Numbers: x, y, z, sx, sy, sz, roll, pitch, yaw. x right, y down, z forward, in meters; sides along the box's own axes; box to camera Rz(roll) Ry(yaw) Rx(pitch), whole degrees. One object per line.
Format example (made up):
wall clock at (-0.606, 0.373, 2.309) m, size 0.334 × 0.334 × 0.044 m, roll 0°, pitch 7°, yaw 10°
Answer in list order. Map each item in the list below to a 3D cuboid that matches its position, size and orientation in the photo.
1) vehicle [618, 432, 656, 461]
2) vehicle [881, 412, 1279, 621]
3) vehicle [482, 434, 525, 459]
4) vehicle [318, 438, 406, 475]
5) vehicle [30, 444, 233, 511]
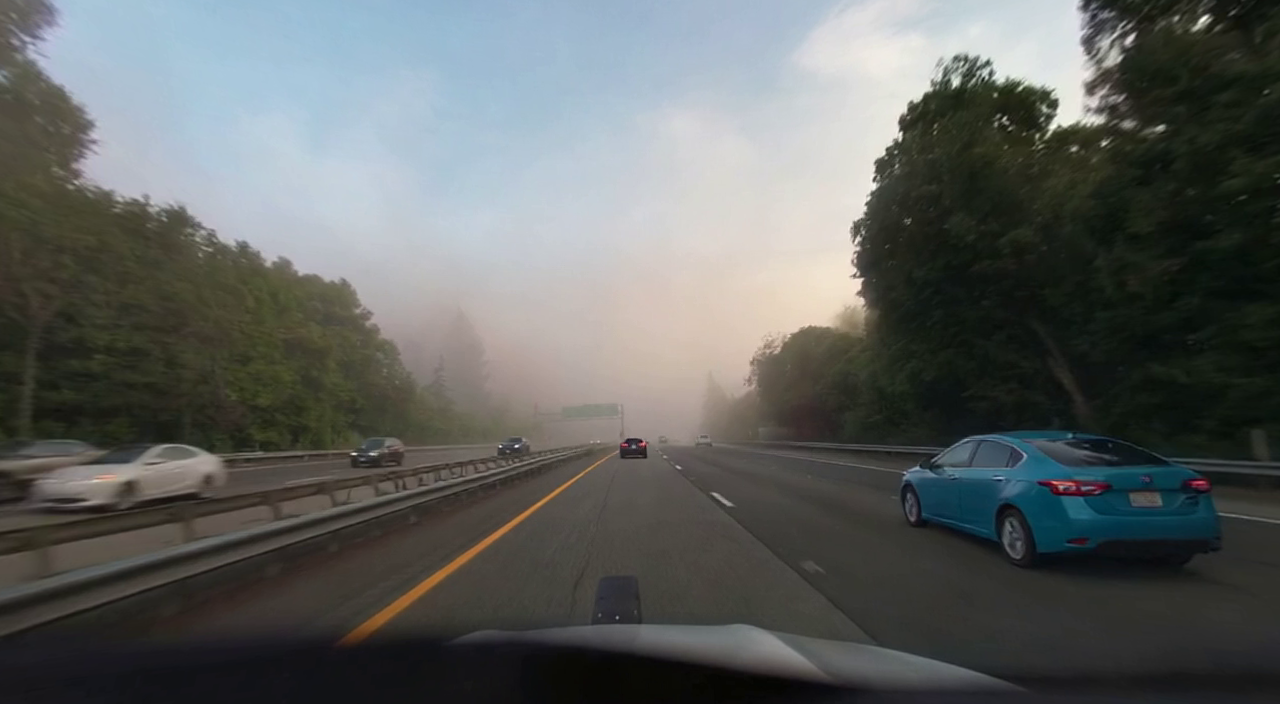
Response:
vehicle at (-0.154, 5.317, 35.464) m, size 2.046 × 1.526 × 3.903 m, roll 0°, pitch -8°, yaw 0°
vehicle at (4.523, 1.478, 6.776) m, size 1.981 × 1.467 × 4.459 m, roll 0°, pitch -8°, yaw -2°
vehicle at (-9.823, 6.848, 45.598) m, size 2.128 × 1.691 × 4.589 m, roll 0°, pitch -8°, yaw -1°
vehicle at (-13.054, 4.893, 29.911) m, size 1.945 × 1.594 × 4.677 m, roll 0°, pitch -8°, yaw 1°
vehicle at (-12.732, 3.104, 16.177) m, size 1.789 × 1.449 × 4.061 m, roll 0°, pitch -8°, yaw 0°
